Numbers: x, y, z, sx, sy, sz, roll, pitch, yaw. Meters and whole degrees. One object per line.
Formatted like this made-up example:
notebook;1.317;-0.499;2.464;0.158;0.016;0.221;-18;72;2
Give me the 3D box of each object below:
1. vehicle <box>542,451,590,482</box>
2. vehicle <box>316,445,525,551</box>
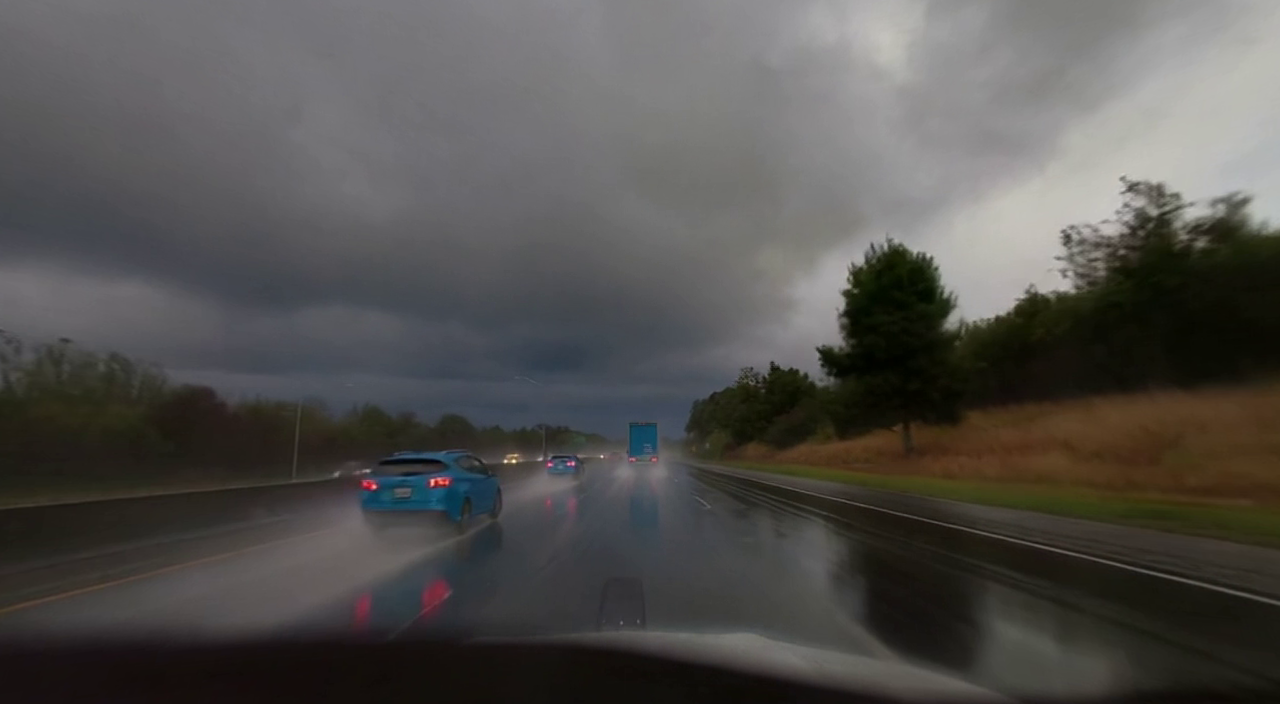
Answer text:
vehicle;-3.922;6.153;34.080;2.051;1.537;4.111;0;-9;0
vehicle;-3.594;2.471;11.490;2.053;1.489;4.740;0;-9;1
